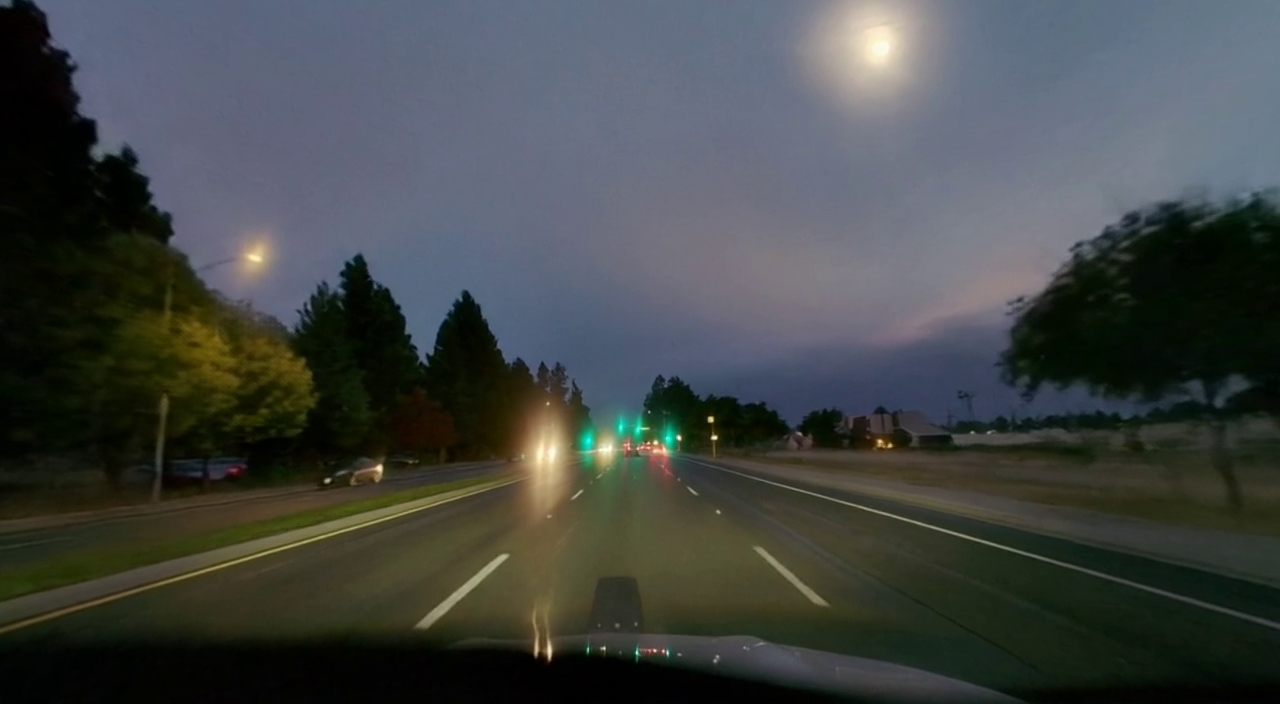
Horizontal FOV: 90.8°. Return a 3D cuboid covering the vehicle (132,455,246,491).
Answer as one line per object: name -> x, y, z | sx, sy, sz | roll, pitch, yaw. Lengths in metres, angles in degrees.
vehicle -> -21.459, 5.733, 30.358 | 1.916, 1.482, 4.789 | -1, -9, 1

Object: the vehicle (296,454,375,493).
vehicle -> -14.669, 5.825, 30.668 | 1.896, 1.486, 4.285 | -4, -8, -2
